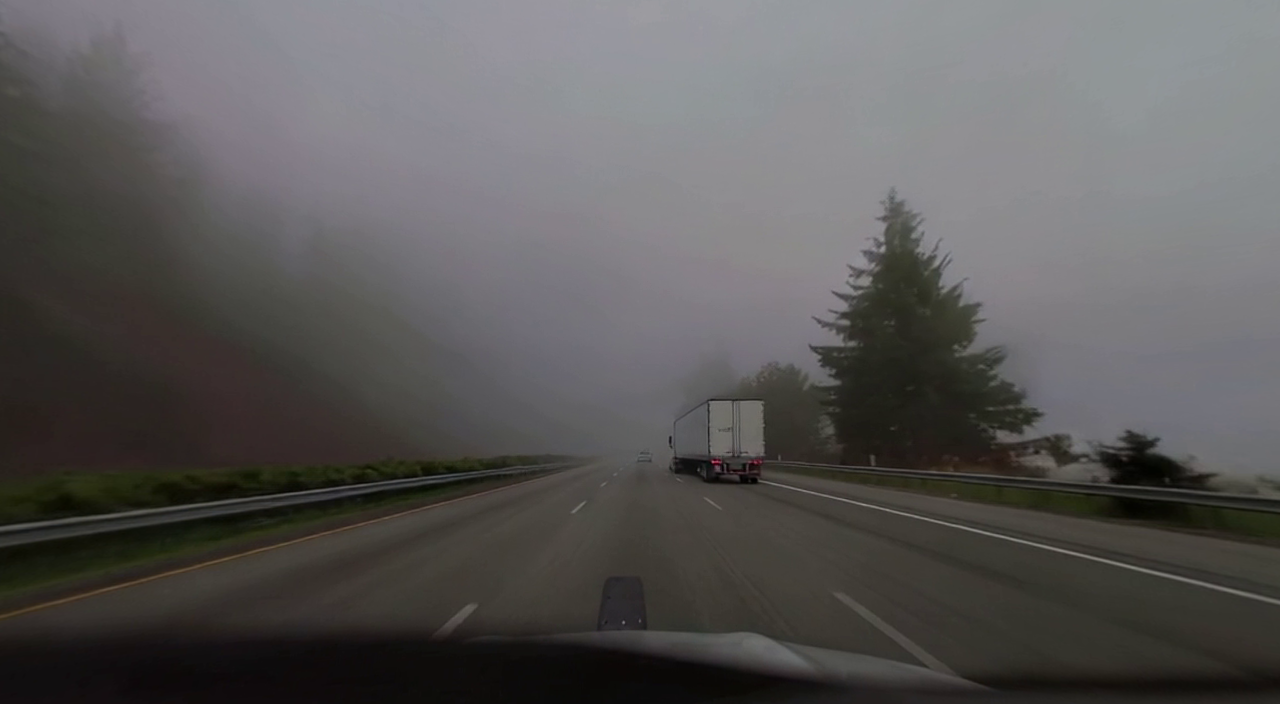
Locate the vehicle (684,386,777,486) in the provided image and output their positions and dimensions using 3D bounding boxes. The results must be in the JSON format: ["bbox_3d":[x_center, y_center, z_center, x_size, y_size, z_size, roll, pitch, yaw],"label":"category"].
[{"bbox_3d":[4.097,4.257,31.141,3.117,3.971,10.593,1,-9,1],"label":"vehicle"}]
